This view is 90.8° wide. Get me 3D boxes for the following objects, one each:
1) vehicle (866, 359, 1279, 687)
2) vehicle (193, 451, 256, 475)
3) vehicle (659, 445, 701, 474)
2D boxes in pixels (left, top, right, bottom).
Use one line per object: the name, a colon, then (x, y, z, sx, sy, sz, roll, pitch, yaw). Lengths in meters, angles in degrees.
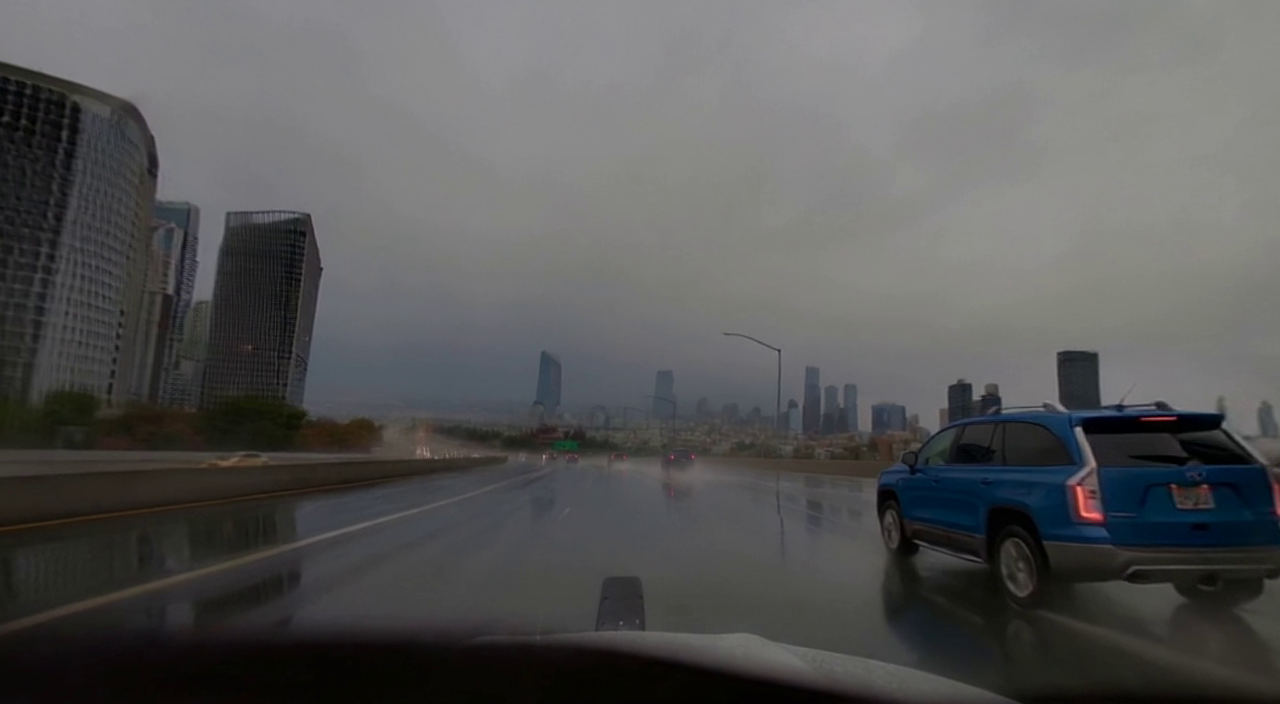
vehicle: (4.028, 1.266, 5.812, 2.182, 1.826, 4.392, 0, -8, -1)
vehicle: (-31.282, 8.334, 47.706, 1.964, 1.718, 4.549, 0, -8, -5)
vehicle: (2.543, 7.006, 41.427, 2.110, 1.780, 4.682, 1, -8, -5)
